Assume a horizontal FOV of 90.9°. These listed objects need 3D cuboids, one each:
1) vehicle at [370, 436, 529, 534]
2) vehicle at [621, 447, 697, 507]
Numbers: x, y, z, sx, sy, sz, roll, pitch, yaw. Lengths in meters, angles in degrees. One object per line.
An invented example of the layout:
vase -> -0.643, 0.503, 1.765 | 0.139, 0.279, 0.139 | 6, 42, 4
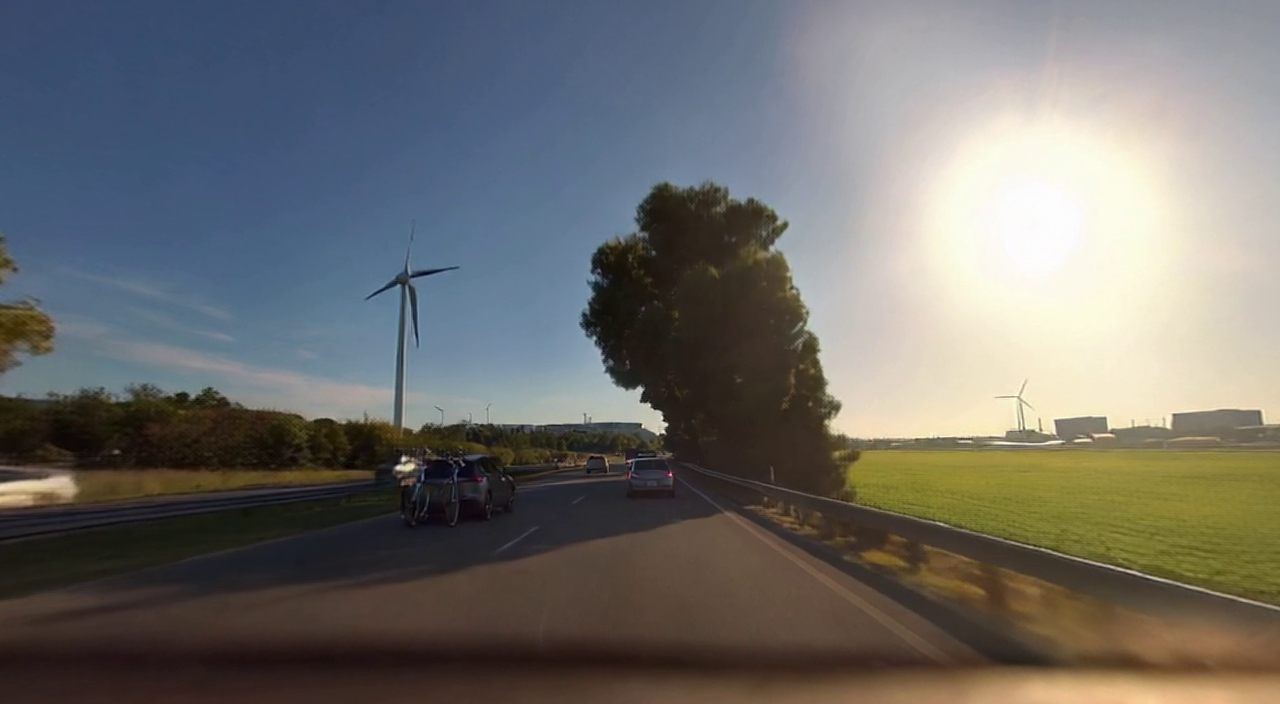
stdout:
vehicle -> -3.702, 2.657, 13.120 | 1.962, 1.681, 4.033 | 0, -9, 1
vehicle -> 0.501, 3.702, 19.110 | 2.063, 1.582, 3.955 | 0, -9, 0
